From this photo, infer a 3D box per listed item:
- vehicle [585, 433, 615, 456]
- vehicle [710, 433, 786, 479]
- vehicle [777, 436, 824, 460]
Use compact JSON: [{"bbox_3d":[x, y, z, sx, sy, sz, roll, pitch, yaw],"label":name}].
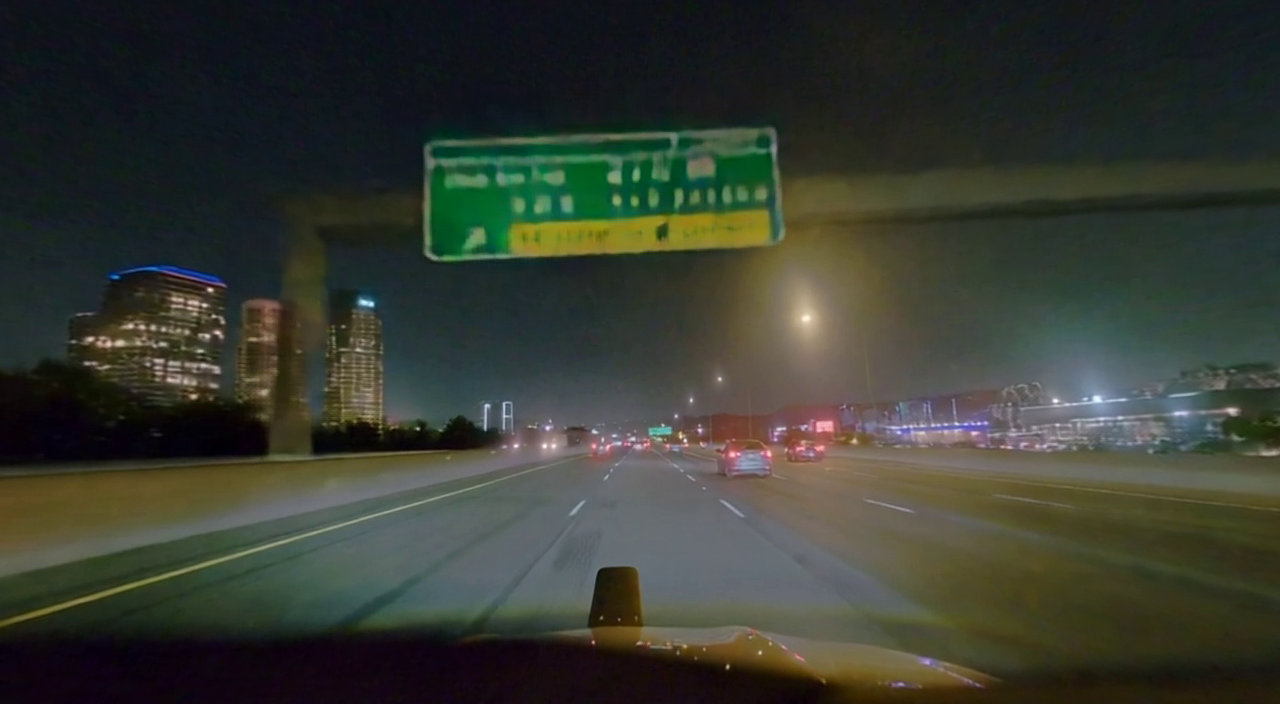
[{"bbox_3d":[-3.109,7.269,49.469,2.072,1.730,4.381,0,-8,0],"label":"vehicle"},{"bbox_3d":[3.799,3.762,22.987,1.961,1.504,4.094,0,-8,-1],"label":"vehicle"},{"bbox_3d":[11.011,6.627,43.541,2.019,1.529,4.385,0,-8,-1],"label":"vehicle"}]
